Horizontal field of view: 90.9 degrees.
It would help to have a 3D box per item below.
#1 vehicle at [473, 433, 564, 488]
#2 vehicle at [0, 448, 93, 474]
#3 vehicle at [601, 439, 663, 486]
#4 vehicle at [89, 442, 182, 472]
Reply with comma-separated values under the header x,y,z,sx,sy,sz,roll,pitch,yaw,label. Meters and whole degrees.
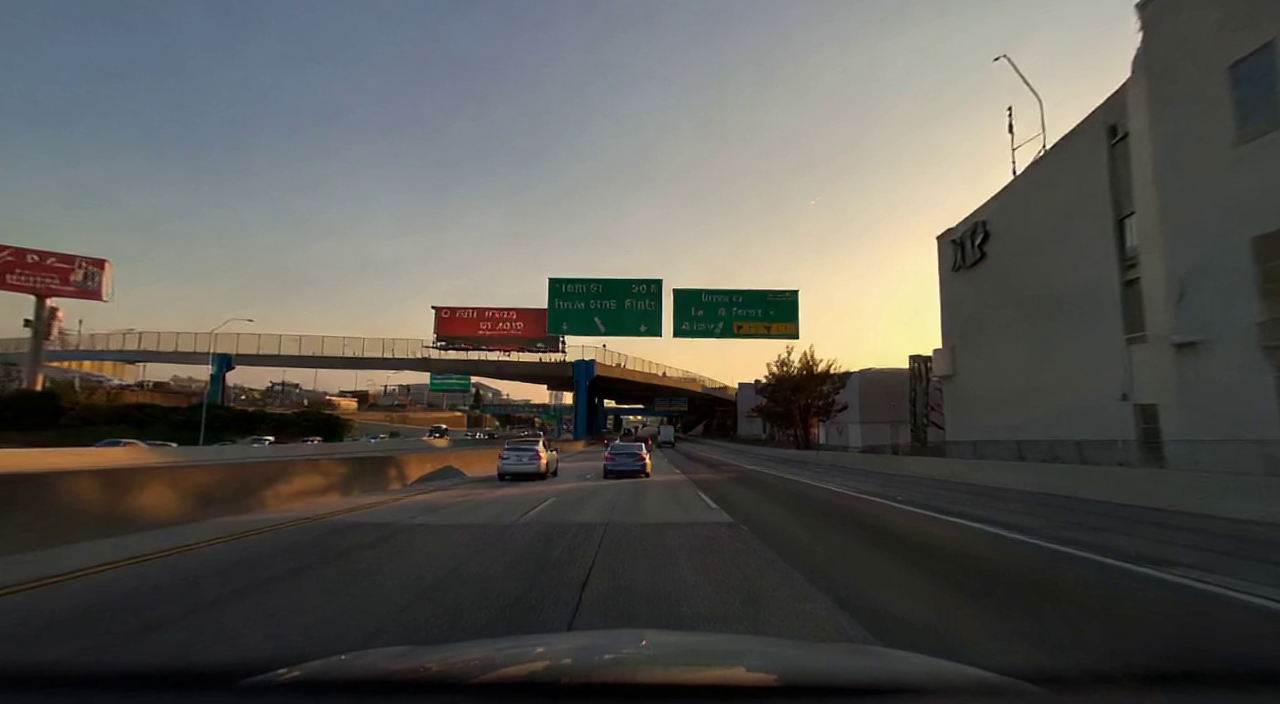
x,y,z,sx,sy,sz,roll,pitch,yaw,label
-3.794,3.473,20.502,2.064,1.589,4.213,0,-8,1,vehicle
-35.755,6.483,37.716,1.971,1.433,4.577,0,-8,0,vehicle
-0.257,3.578,20.827,1.877,1.386,3.872,0,-8,-1,vehicle
-28.516,5.929,35.817,1.877,1.582,4.025,0,-8,0,vehicle
